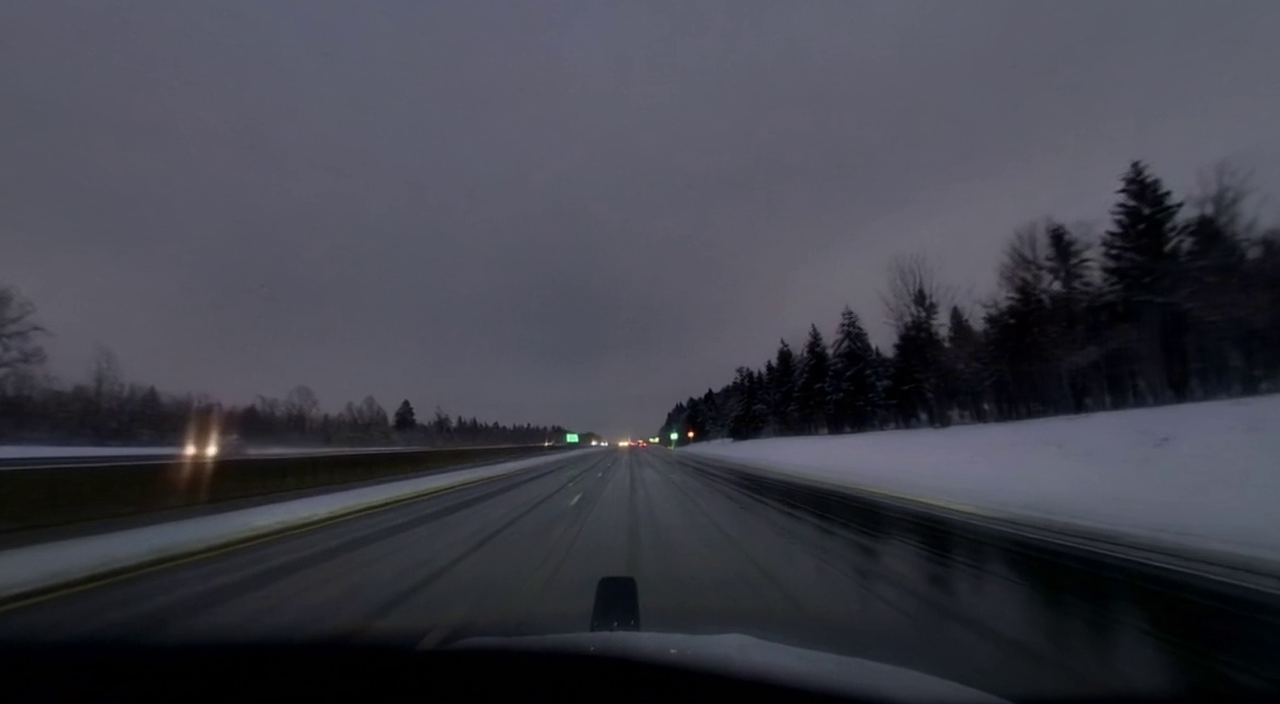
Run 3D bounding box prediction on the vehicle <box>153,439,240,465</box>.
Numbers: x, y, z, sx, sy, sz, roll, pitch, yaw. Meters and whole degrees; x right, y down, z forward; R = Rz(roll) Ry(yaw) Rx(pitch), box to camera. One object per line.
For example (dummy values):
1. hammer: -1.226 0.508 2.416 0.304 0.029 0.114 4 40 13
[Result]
1. vehicle: -27.870 6.280 39.781 2.031 1.480 4.698 -1 -8 1
